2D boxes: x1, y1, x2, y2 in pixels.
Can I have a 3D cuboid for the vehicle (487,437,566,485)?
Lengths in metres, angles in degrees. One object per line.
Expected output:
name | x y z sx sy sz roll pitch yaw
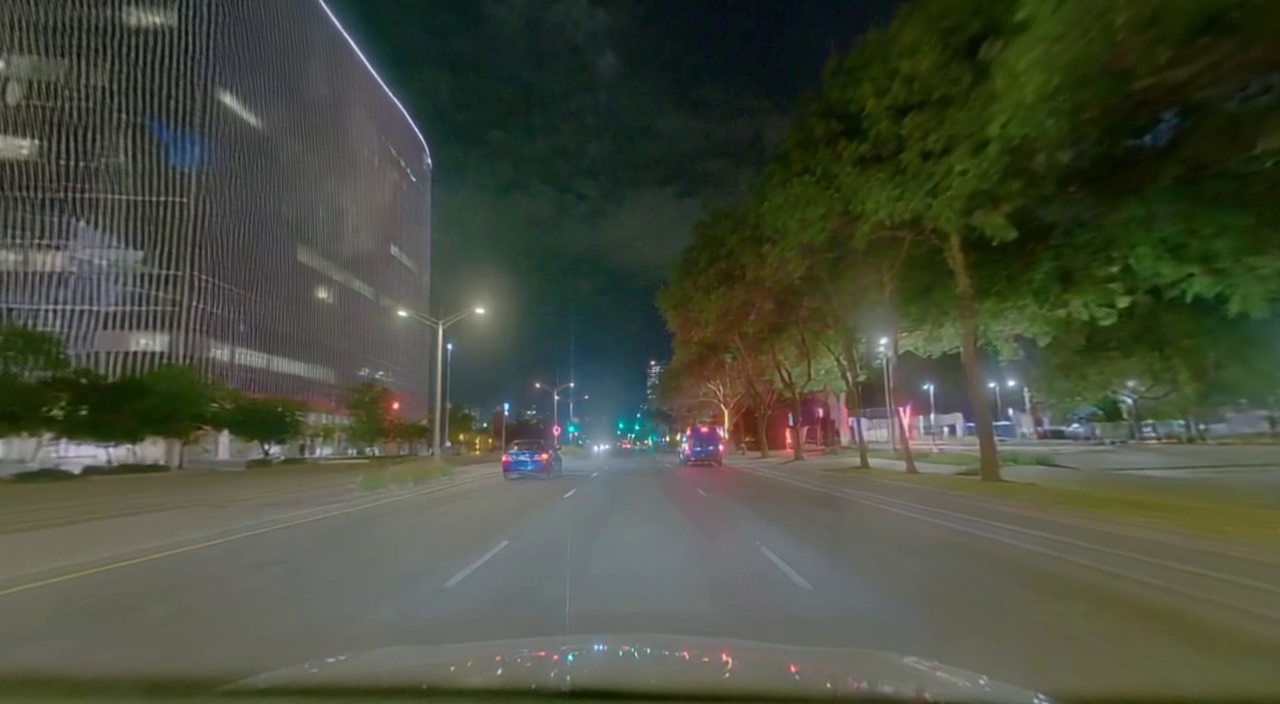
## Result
vehicle | -3.719 3.635 21.325 1.864 1.464 4.195 0 -8 0

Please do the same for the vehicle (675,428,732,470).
vehicle | 3.089 4.895 31.847 2.200 1.914 5.145 0 -8 -1
